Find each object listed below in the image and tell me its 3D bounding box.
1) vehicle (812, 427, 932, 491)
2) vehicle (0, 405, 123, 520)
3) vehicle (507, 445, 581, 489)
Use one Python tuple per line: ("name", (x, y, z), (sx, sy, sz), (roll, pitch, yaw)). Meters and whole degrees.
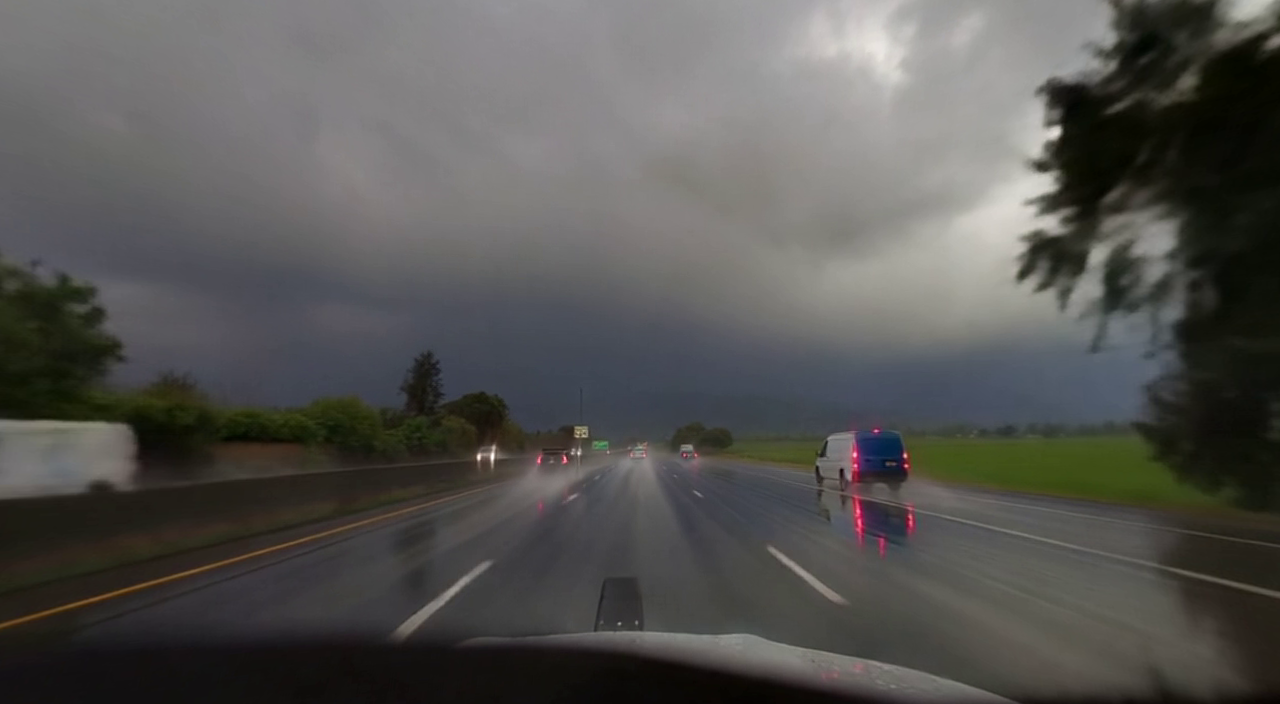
("vehicle", (7.832, 3.664, 21.859), (2.133, 1.933, 4.986), (0, -9, -1))
("vehicle", (-14.661, 2.304, 13.084), (2.523, 2.377, 6.182), (0, -9, 0))
("vehicle", (-3.620, 4.422, 24.599), (2.160, 1.530, 4.500), (0, -9, 0))
